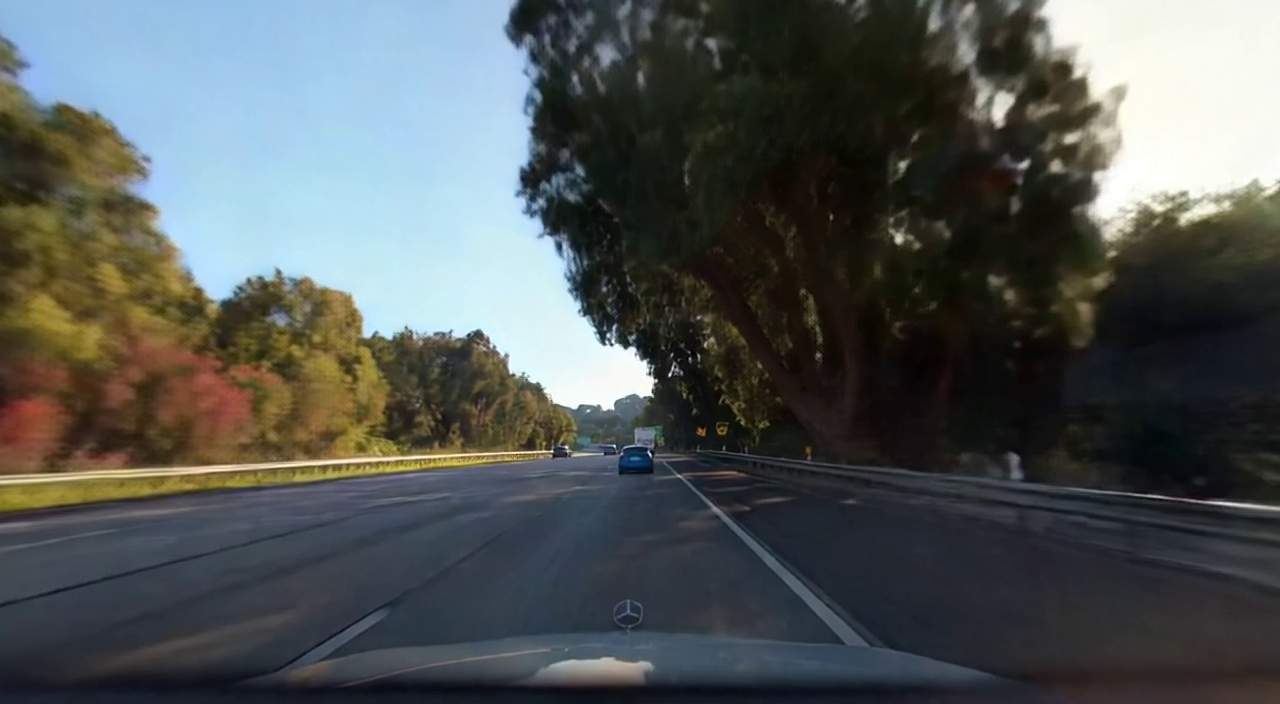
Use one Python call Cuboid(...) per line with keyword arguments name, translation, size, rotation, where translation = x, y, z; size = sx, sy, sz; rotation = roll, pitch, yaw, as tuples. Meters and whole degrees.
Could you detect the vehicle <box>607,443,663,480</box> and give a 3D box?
Cuboid(name="vehicle", translation=(-0.164, 4.687, 27.231), size=(2.238, 1.479, 3.672), rotation=(0, -9, 1))
